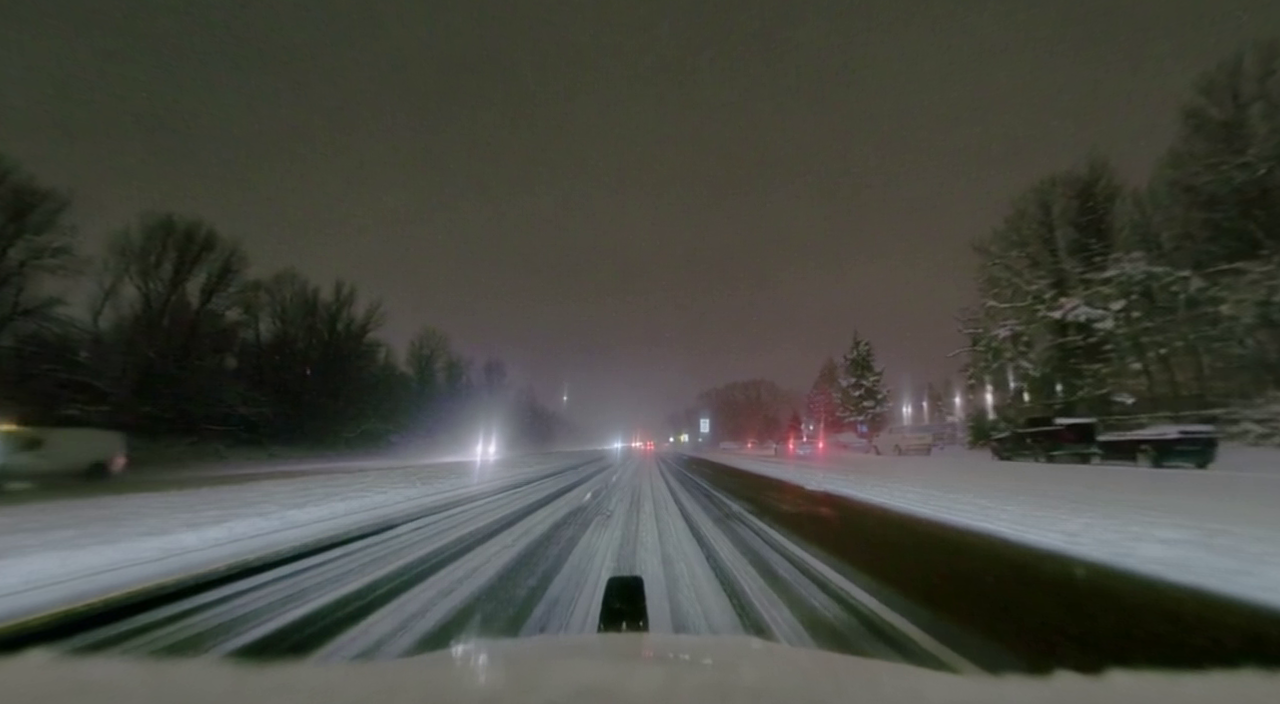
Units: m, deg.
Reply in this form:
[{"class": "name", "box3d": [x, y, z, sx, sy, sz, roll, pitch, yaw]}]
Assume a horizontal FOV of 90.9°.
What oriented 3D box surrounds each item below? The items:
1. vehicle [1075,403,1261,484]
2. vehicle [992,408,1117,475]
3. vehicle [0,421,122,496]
[{"class": "vehicle", "box3d": [28.163, 4.976, 34.362, 2.860, 3.829, 8.079, 0, -8, -1]}, {"class": "vehicle", "box3d": [28.072, 6.181, 43.332, 2.913, 4.062, 8.275, 1, -9, 1]}, {"class": "vehicle", "box3d": [-31.277, 5.319, 31.723, 2.942, 3.464, 8.554, -1, -8, 1]}]
